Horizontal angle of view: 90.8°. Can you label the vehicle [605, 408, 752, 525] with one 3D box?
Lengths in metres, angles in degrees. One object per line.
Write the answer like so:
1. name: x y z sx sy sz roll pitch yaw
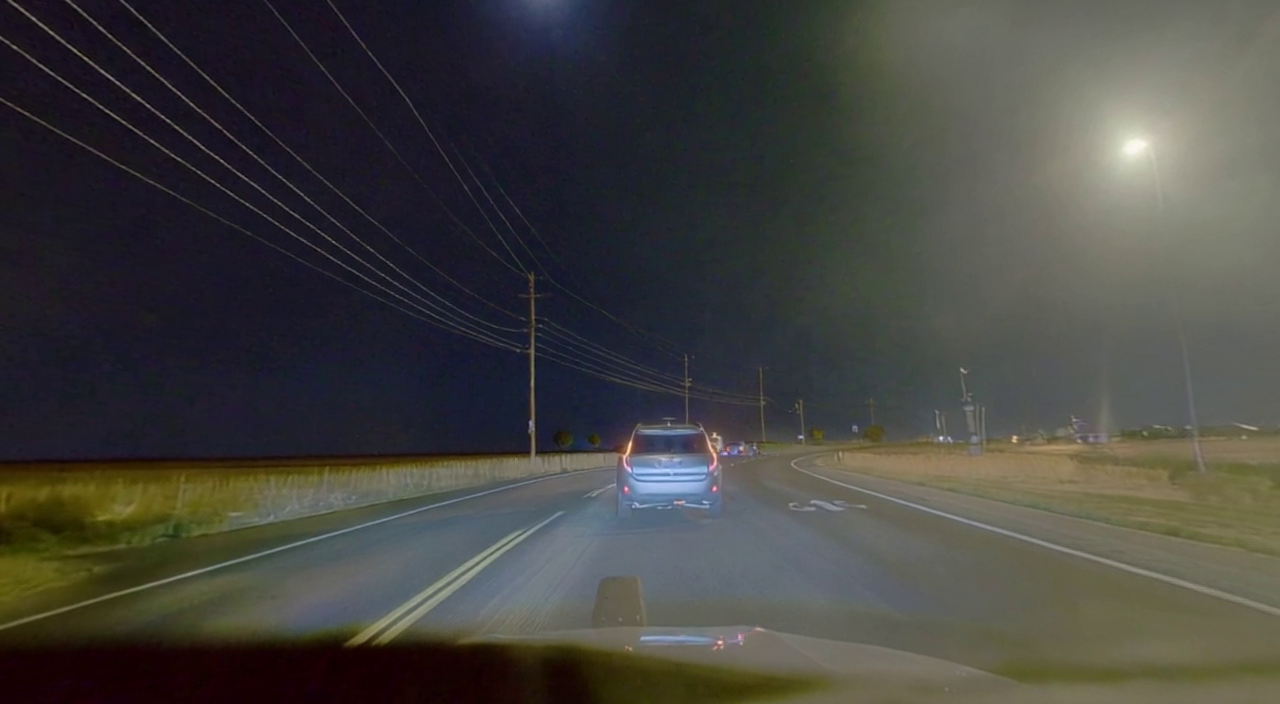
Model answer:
1. vehicle: 0.678 2.192 12.539 2.364 1.859 4.538 0 -9 2
